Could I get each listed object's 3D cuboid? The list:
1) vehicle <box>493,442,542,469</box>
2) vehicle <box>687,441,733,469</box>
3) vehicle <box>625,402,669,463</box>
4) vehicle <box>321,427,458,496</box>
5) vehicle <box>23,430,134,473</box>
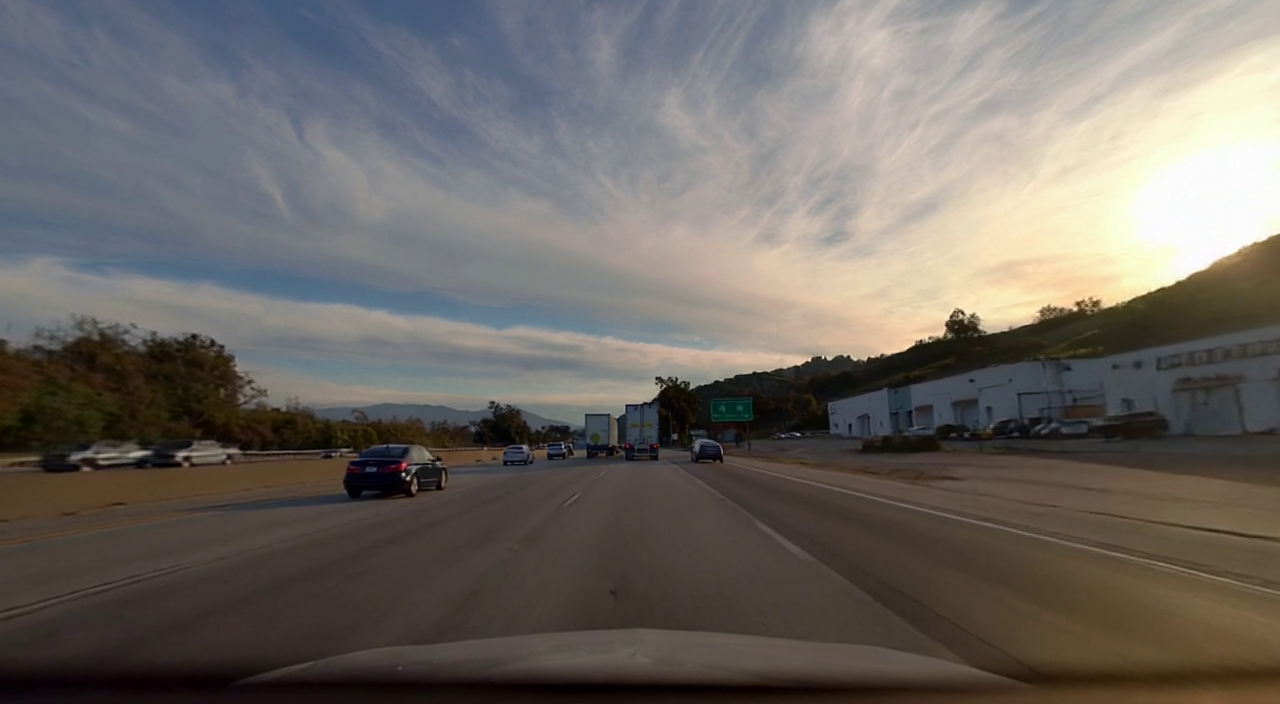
[{"bbox_3d":[-7.167,6.096,37.375,1.891,1.460,4.506,0,-9,1],"label":"vehicle"},{"bbox_3d":[3.756,5.646,34.738,2.006,1.452,4.246,0,-9,-1],"label":"vehicle"},{"bbox_3d":[0.395,6.306,48.612,2.969,4.104,10.906,0,-9,-1],"label":"vehicle"},{"bbox_3d":[-7.071,3.160,18.470,2.122,1.754,4.379,0,-9,1],"label":"vehicle"},{"bbox_3d":[-40.730,7.229,46.030,2.899,2.889,5.481,-1,-8,0],"label":"vehicle"}]
